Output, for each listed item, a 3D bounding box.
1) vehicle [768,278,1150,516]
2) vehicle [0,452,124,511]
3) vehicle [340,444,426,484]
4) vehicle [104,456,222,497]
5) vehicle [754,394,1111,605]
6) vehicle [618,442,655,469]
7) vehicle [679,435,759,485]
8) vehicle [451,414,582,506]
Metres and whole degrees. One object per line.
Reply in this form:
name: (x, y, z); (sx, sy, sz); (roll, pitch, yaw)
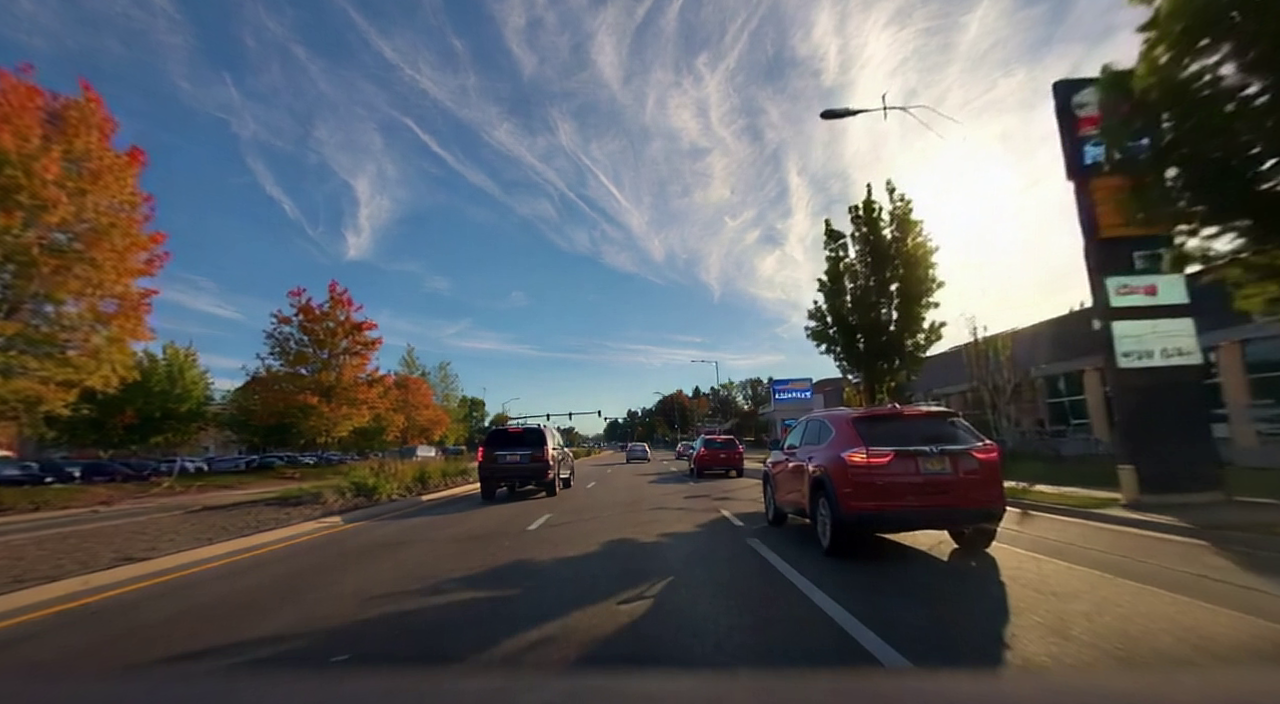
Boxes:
vehicle: (7.136, 1.932, 19.099); (2.878, 4.158, 16.287); (0, -8, -1)
vehicle: (-22.320, 4.749, 23.645); (1.931, 1.908, 4.694); (0, -8, 0)
vehicle: (-11.715, 5.104, 29.156); (2.134, 1.661, 4.374); (0, -8, 0)
vehicle: (-22.128, 5.748, 29.557); (1.908, 1.711, 4.461); (0, -8, 1)
vehicle: (2.823, 1.538, 7.467); (2.018, 1.719, 4.369); (0, -8, -1)
vehicle: (-0.228, 6.054, 37.074); (2.008, 1.464, 4.052); (0, -8, -1)
vehicle: (2.700, 3.857, 22.826); (2.174, 1.596, 4.779); (0, -8, -2)
vehicle: (-3.031, 2.836, 16.967); (2.368, 2.037, 5.319); (0, -8, 1)
